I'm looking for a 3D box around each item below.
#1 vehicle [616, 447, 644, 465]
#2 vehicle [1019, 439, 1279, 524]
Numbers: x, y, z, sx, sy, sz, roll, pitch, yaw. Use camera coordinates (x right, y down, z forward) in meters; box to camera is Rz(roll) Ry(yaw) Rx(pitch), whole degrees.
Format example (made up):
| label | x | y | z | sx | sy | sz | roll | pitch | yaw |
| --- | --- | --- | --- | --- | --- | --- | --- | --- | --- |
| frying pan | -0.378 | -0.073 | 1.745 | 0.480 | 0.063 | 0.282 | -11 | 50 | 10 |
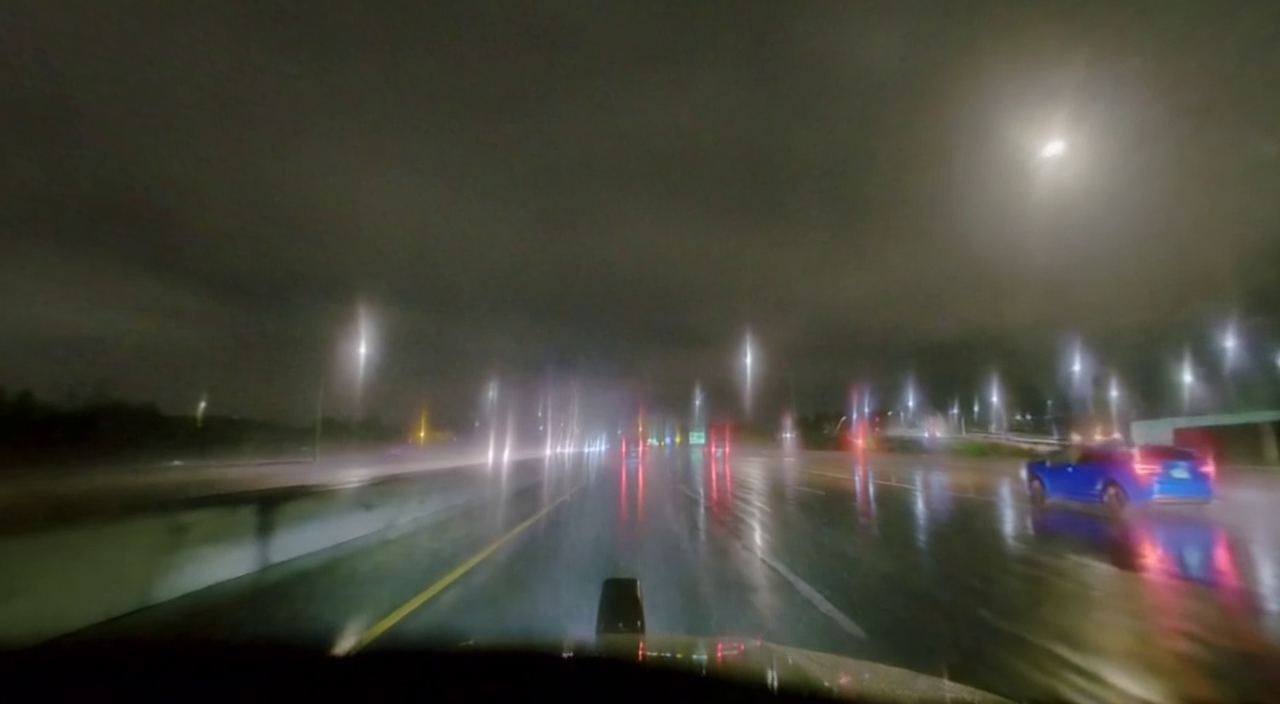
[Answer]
| label | x | y | z | sx | sy | sz | roll | pitch | yaw |
| --- | --- | --- | --- | --- | --- | --- | --- | --- | --- |
| vehicle | -0.695 | 7.812 | 47.722 | 2.004 | 1.259 | 3.781 | 0 | -8 | 0 |
| vehicle | 10.759 | 2.649 | 13.692 | 2.024 | 1.481 | 4.747 | 1 | -8 | -2 |
